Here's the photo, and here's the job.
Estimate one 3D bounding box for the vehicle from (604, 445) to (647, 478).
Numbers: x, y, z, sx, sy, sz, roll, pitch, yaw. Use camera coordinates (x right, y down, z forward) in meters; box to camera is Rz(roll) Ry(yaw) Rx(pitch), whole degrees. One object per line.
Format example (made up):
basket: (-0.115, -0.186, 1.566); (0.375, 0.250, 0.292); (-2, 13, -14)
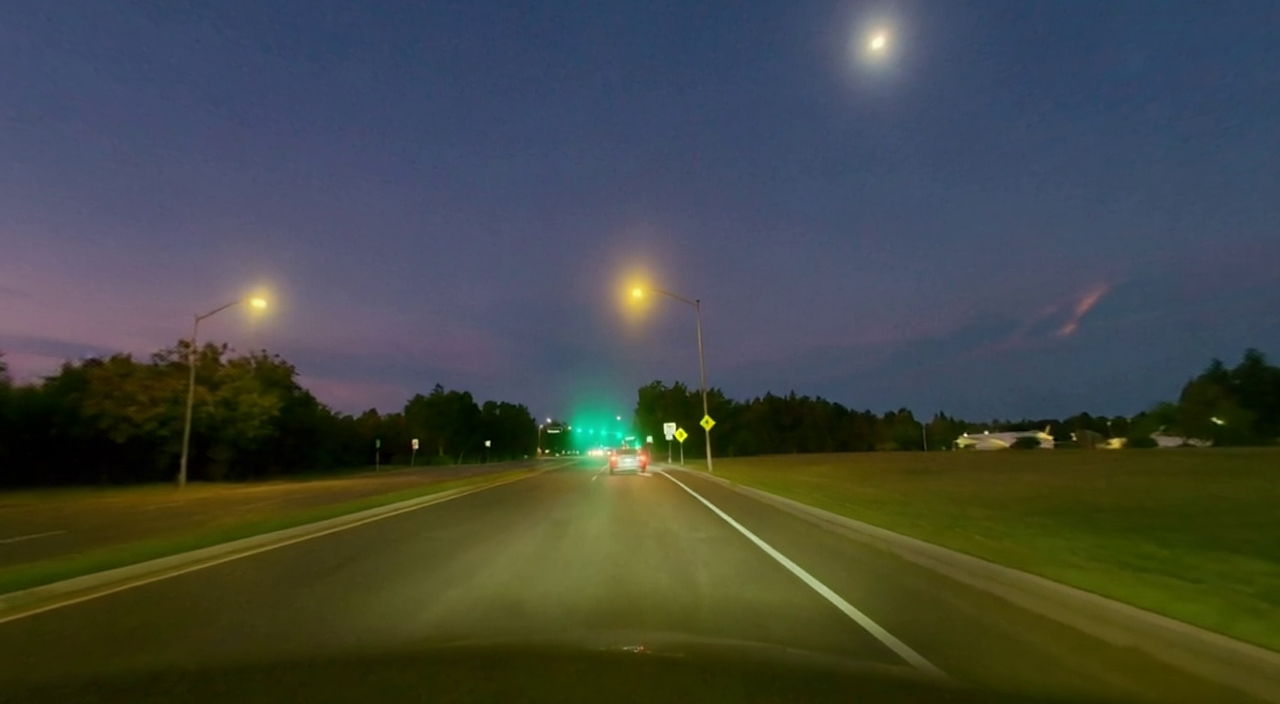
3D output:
vehicle: (-0.711, 5.245, 30.275); (1.954, 1.469, 3.465); (0, -9, -1)
